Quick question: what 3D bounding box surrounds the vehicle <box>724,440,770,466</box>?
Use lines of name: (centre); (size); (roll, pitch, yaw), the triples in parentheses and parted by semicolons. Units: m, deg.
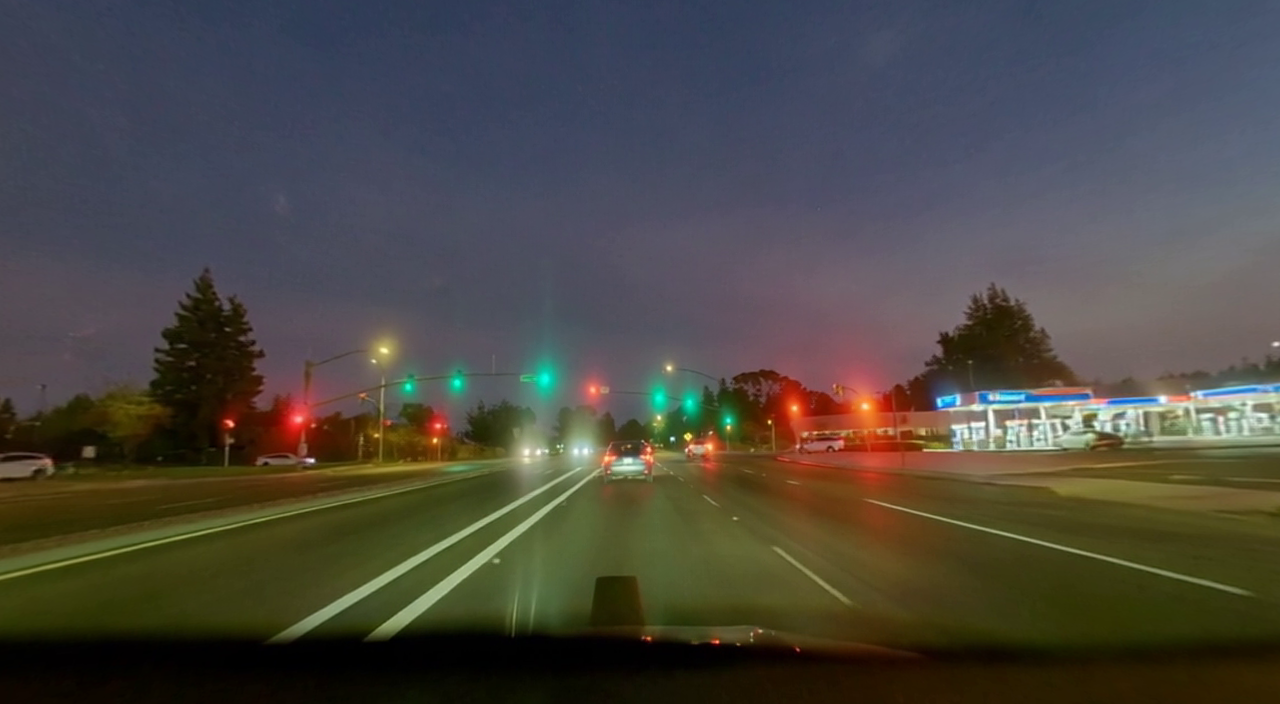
vehicle: (6.281, 6.002, 37.692); (1.890, 1.489, 4.396); (0, -9, -1)

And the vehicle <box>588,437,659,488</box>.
vehicle: (-0.491, 3.485, 20.169); (2.040, 1.451, 3.736); (0, -9, 0)
